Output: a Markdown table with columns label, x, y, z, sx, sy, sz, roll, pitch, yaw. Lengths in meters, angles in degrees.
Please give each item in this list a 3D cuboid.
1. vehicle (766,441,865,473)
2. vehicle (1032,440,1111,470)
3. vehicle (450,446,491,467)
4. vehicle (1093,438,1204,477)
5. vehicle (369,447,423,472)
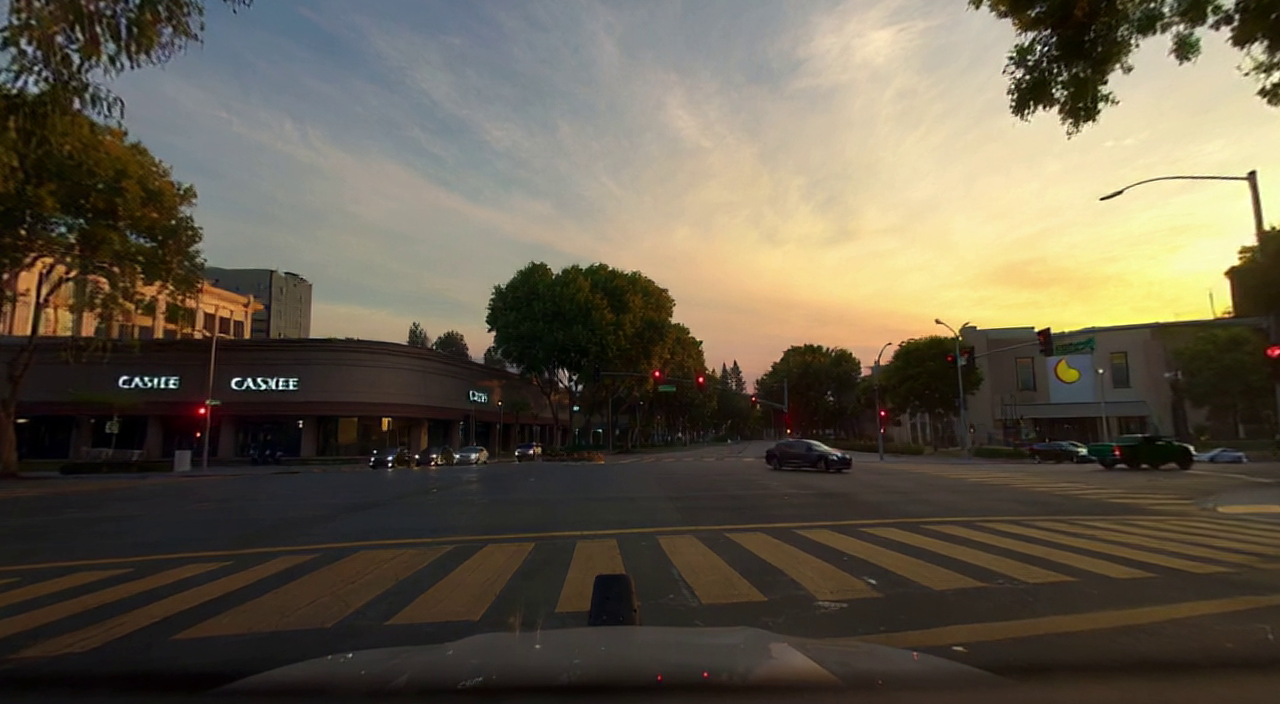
| label | x | y | z | sx | sy | sz | roll | pitch | yaw |
| --- | --- | --- | --- | --- | --- | --- | --- | --- | --- |
| vehicle | 8.531 | 5.119 | 30.874 | 4.457 | 1.464 | 1.879 | -2 | -9 | 16 |
| vehicle | 26.363 | 6.268 | 38.570 | 4.541 | 1.731 | 2.007 | 5 | -10 | -28 |
| vehicle | -12.606 | 7.764 | 47.094 | 1.946 | 1.474 | 4.008 | 0 | -9 | 0 |
| vehicle | 27.307 | 5.604 | 33.893 | 5.667 | 1.927 | 2.289 | 4 | -10 | -26 |
| vehicle | -16.237 | 7.138 | 42.248 | 1.883 | 1.586 | 4.297 | 0 | -9 | 0 |
